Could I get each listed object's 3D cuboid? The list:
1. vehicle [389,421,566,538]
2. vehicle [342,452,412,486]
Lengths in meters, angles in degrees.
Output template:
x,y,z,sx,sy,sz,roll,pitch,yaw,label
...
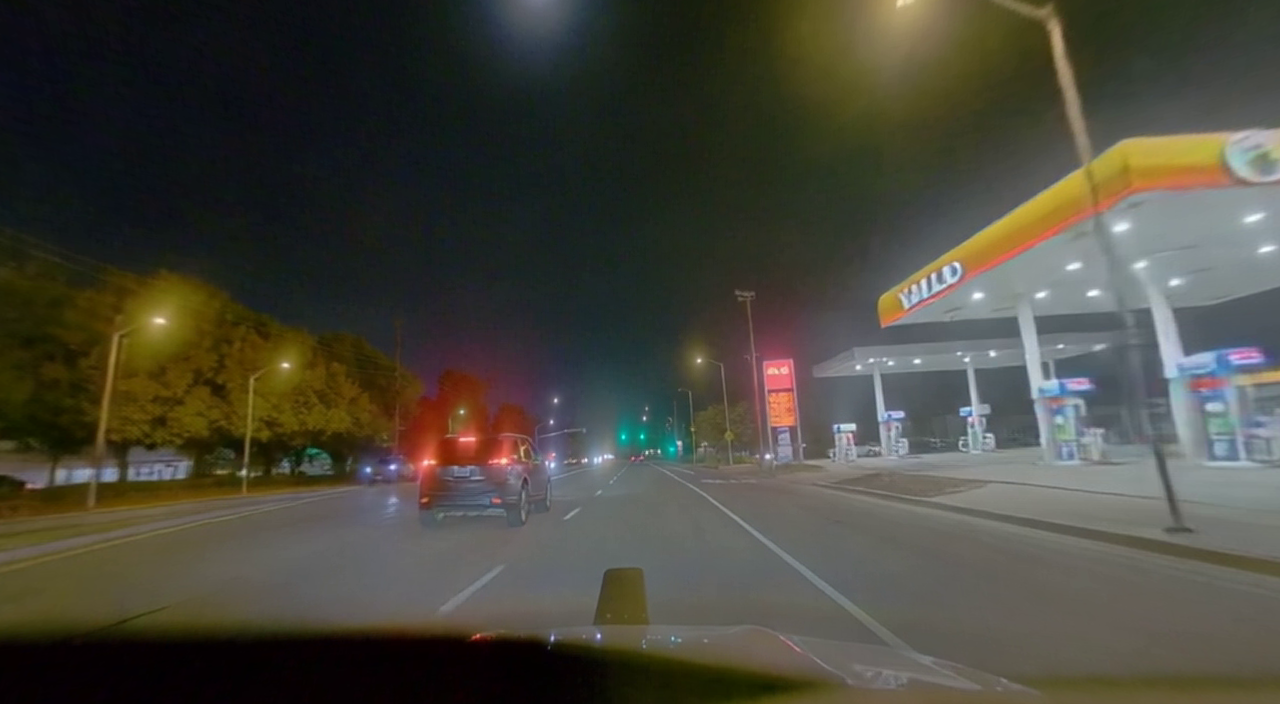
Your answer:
x,y,z,sx,sy,sz,roll,pitch,yaw,label
-2.877,2.391,12.499,2.190,1.844,4.751,0,-8,1,vehicle
-18.443,8.198,44.564,2.426,2.160,5.660,0,-8,1,vehicle
